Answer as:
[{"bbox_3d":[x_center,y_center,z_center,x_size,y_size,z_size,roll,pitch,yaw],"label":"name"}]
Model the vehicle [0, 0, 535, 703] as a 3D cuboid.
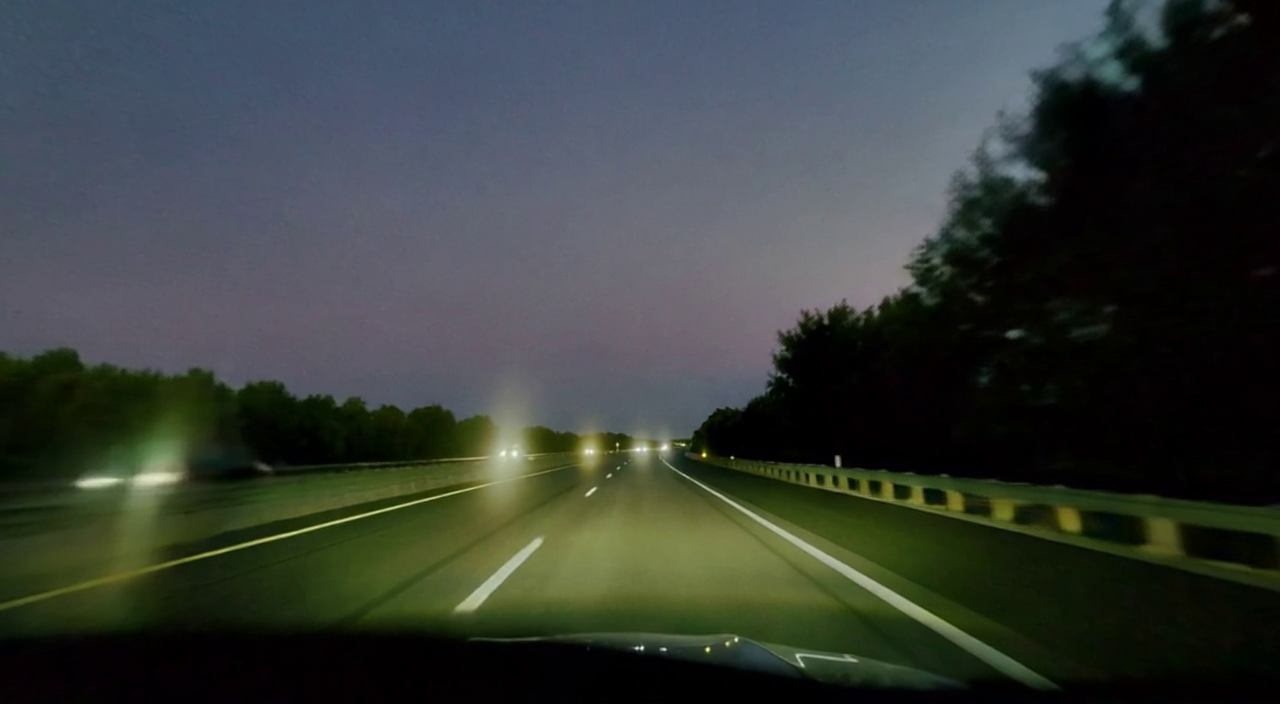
[{"bbox_3d":[-3.802,0.503,6.805,2.939,3.731,14.269,0,-9,0],"label":"vehicle"}]
